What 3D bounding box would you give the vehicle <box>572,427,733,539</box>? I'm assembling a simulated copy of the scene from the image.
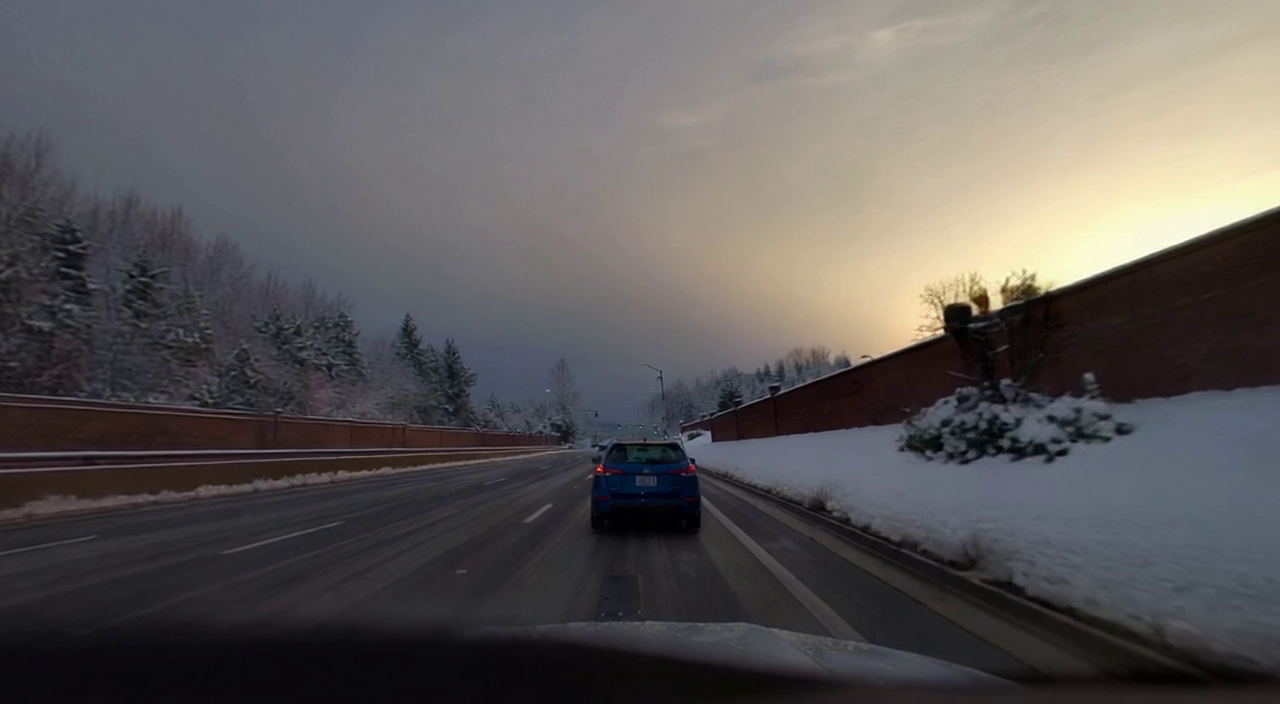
[{"bbox_3d":[0.132,2.104,10.821,2.205,1.509,4.272,0,-8,-1],"label":"vehicle"}]
